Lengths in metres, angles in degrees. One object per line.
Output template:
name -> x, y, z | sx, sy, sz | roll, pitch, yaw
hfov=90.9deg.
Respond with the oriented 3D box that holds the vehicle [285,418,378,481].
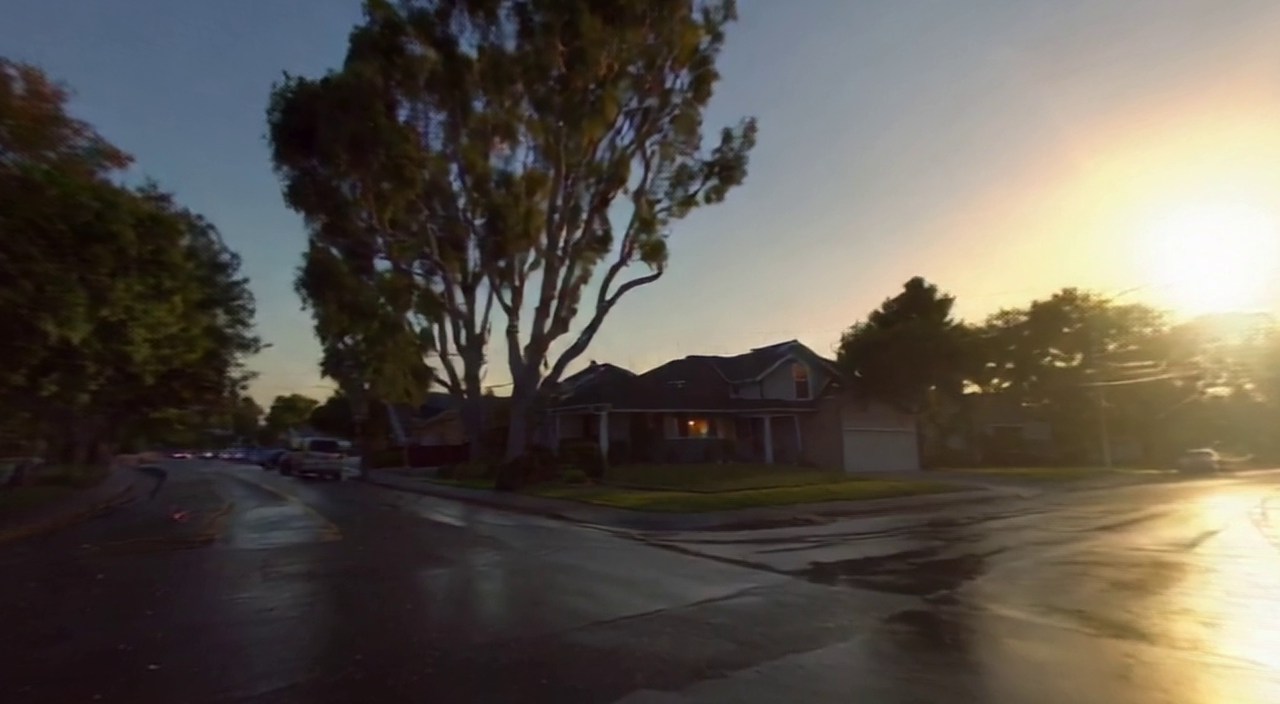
vehicle -> -16.866, 5.187, 34.289 | 2.718, 3.089, 6.380 | 8, -10, -41
